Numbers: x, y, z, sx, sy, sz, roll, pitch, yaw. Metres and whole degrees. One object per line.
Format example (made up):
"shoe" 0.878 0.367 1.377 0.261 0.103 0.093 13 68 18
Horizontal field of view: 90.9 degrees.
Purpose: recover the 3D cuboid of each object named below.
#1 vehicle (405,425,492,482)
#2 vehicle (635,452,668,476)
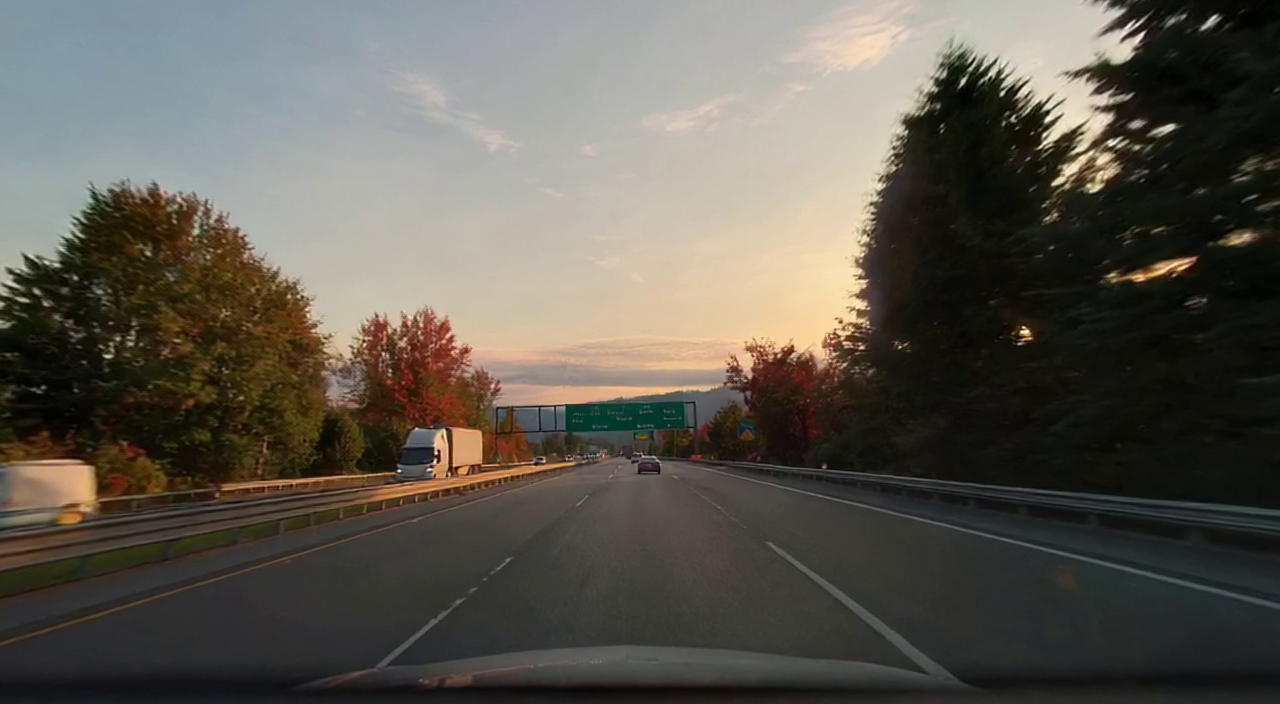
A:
"vehicle" -13.892 7.535 46.850 3.366 3.773 9.860 0 -9 0
"vehicle" 0.702 7.195 40.574 2.036 1.457 3.471 0 -9 -1
